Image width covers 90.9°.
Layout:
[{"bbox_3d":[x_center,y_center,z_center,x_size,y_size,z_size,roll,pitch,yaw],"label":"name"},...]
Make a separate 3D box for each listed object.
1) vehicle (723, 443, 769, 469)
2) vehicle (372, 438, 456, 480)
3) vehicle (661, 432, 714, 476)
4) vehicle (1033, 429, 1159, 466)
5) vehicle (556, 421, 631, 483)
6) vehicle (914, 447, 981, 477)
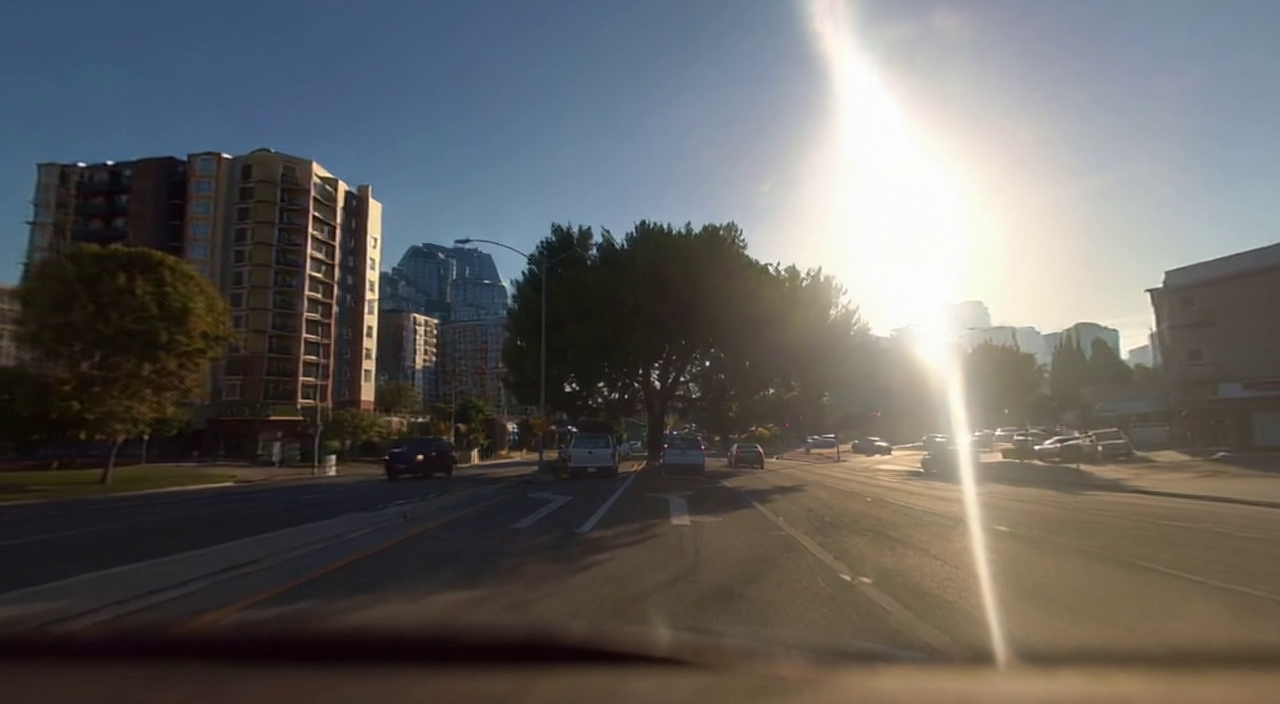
[{"bbox_3d":[6.350,6.247,38.182,2.075,1.486,4.316,0,-8,1],"label":"vehicle"},{"bbox_3d":[-10.355,4.926,29.352,2.098,1.760,4.654,0,-8,1],"label":"vehicle"},{"bbox_3d":[2.080,4.610,28.628,2.222,1.841,4.031,-1,-8,2],"label":"vehicle"},{"bbox_3d":[24.869,5.234,34.580,5.050,1.756,2.206,-3,-9,4],"label":"vehicle"},{"bbox_3d":[-1.643,3.839,24.382,2.396,2.143,4.824,0,-8,2],"label":"vehicle"},{"bbox_3d":[15.842,5.654,32.674,1.706,1.474,3.761,-1,-8,3],"label":"vehicle"}]
